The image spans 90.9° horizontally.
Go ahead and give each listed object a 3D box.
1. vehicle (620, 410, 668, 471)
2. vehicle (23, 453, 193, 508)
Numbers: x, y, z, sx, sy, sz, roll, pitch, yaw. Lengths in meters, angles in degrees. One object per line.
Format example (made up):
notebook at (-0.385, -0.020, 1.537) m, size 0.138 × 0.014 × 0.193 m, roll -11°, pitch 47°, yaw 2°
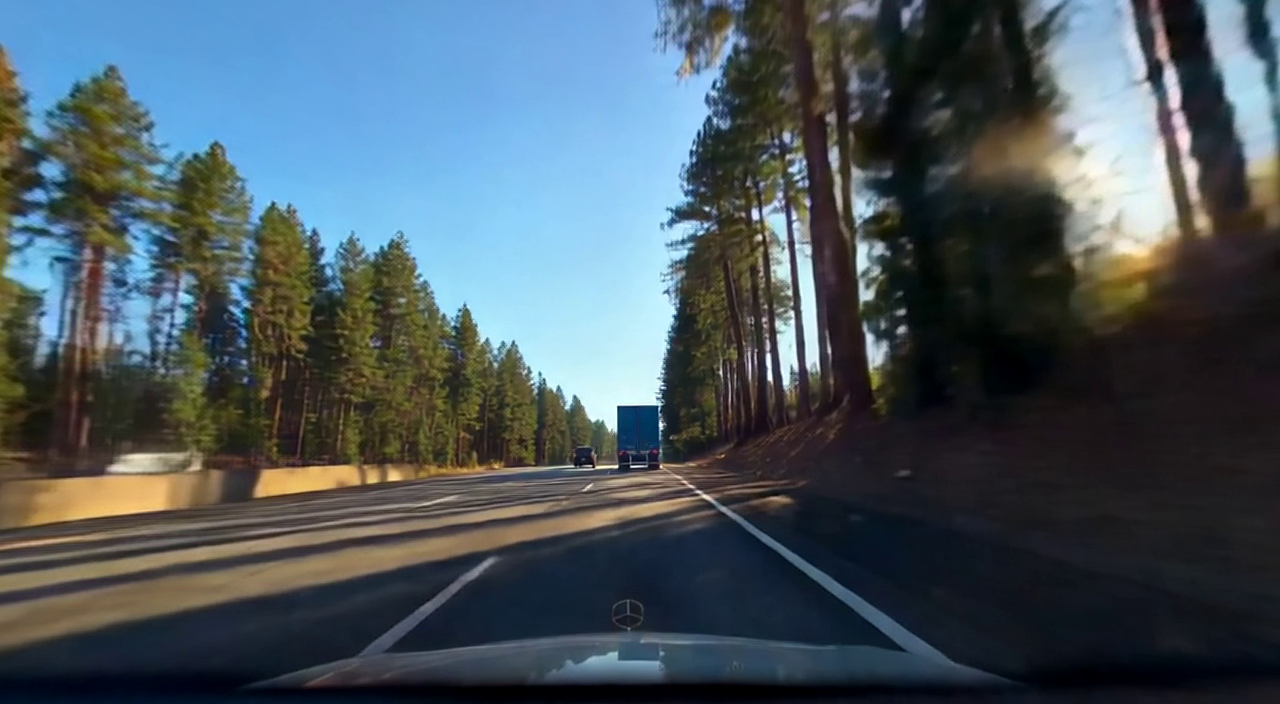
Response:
vehicle at (0.233, 6.955, 49.322) m, size 3.320 × 4.173 × 11.889 m, roll 0°, pitch -8°, yaw -1°
vehicle at (-16.617, 3.987, 20.037) m, size 1.799 × 1.500 × 4.126 m, roll 0°, pitch -8°, yaw -1°
